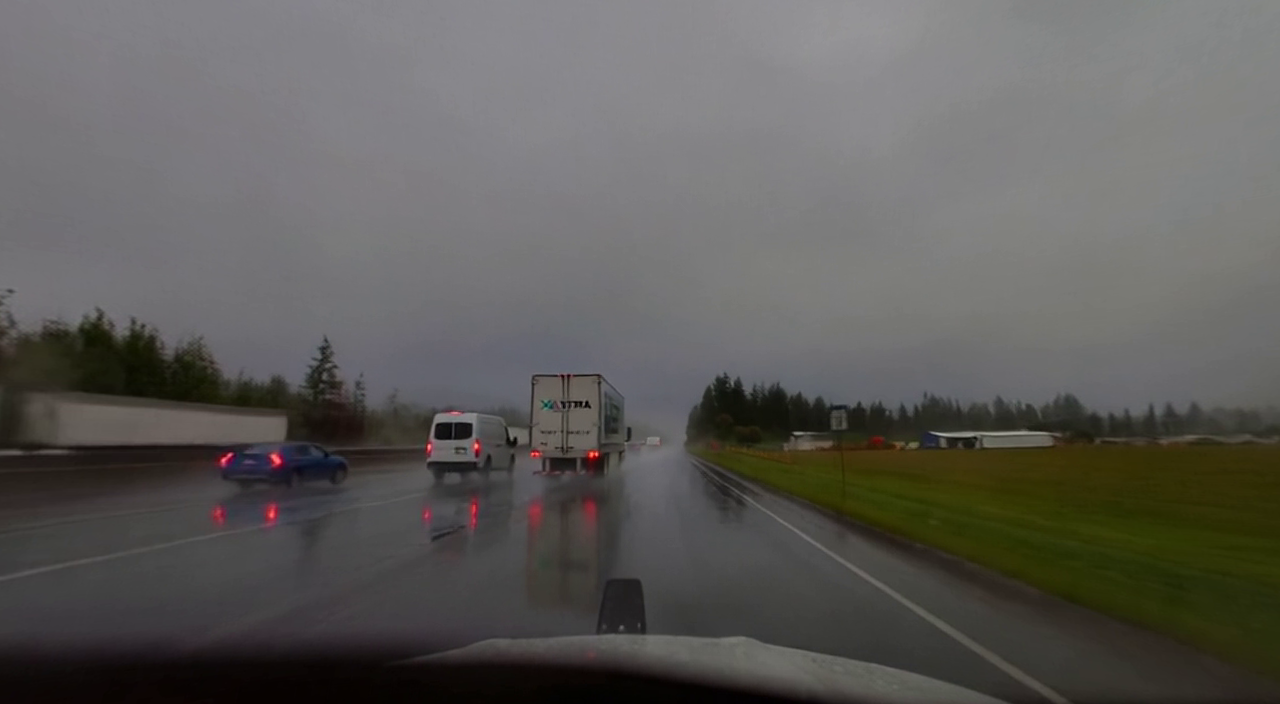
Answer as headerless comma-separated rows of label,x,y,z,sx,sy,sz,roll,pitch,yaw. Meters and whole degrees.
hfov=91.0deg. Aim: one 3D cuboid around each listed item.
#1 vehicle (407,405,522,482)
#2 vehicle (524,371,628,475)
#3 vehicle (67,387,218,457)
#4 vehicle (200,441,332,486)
vehicle,-6.626,3.592,24.778,2.469,2.615,5.874,0,-8,3
vehicle,-2.557,3.461,29.260,3.183,4.011,9.617,0,-9,4
vehicle,-27.891,4.069,35.798,2.985,3.637,6.298,0,-8,4
vehicle,-13.868,4.141,23.733,1.901,1.487,4.622,0,-8,4
